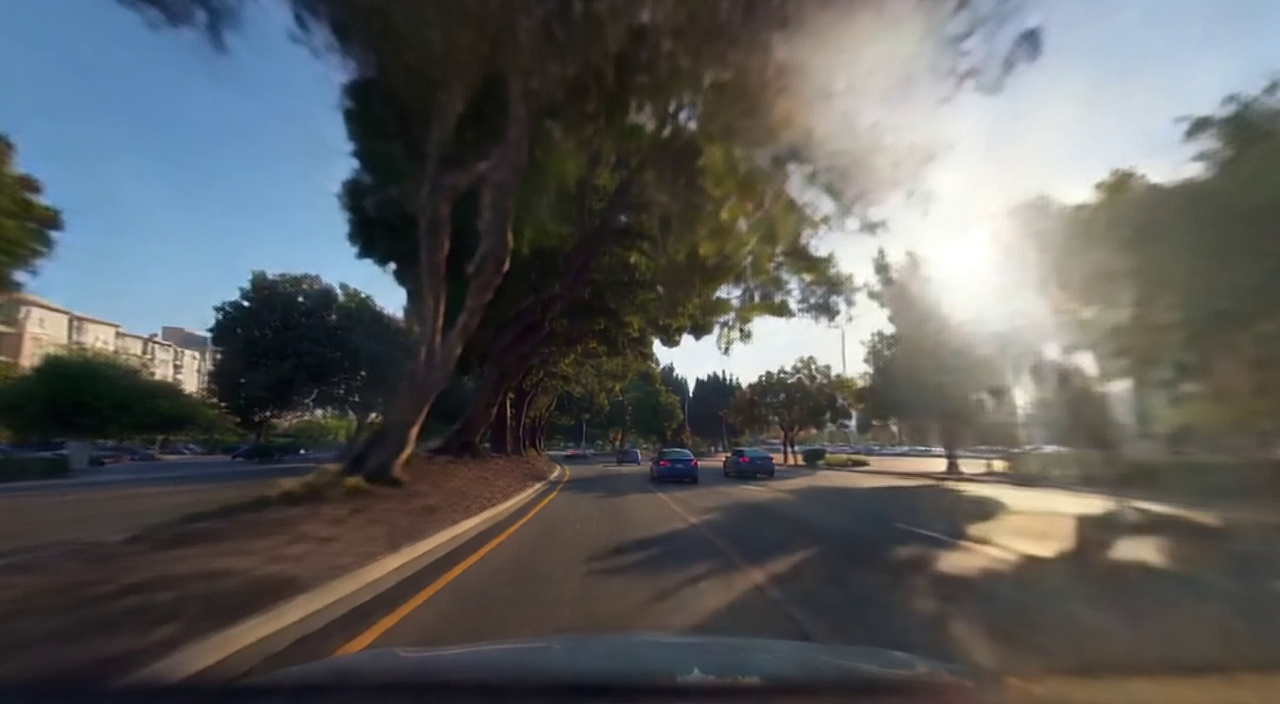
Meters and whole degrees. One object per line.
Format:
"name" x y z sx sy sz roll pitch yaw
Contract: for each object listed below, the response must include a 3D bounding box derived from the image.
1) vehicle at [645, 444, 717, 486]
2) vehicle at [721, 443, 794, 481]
"vehicle" 1.463 4.316 24.336 2.077 1.464 4.134 1 -9 -6
"vehicle" 4.909 4.673 27.031 1.901 1.474 4.363 1 -9 -6
